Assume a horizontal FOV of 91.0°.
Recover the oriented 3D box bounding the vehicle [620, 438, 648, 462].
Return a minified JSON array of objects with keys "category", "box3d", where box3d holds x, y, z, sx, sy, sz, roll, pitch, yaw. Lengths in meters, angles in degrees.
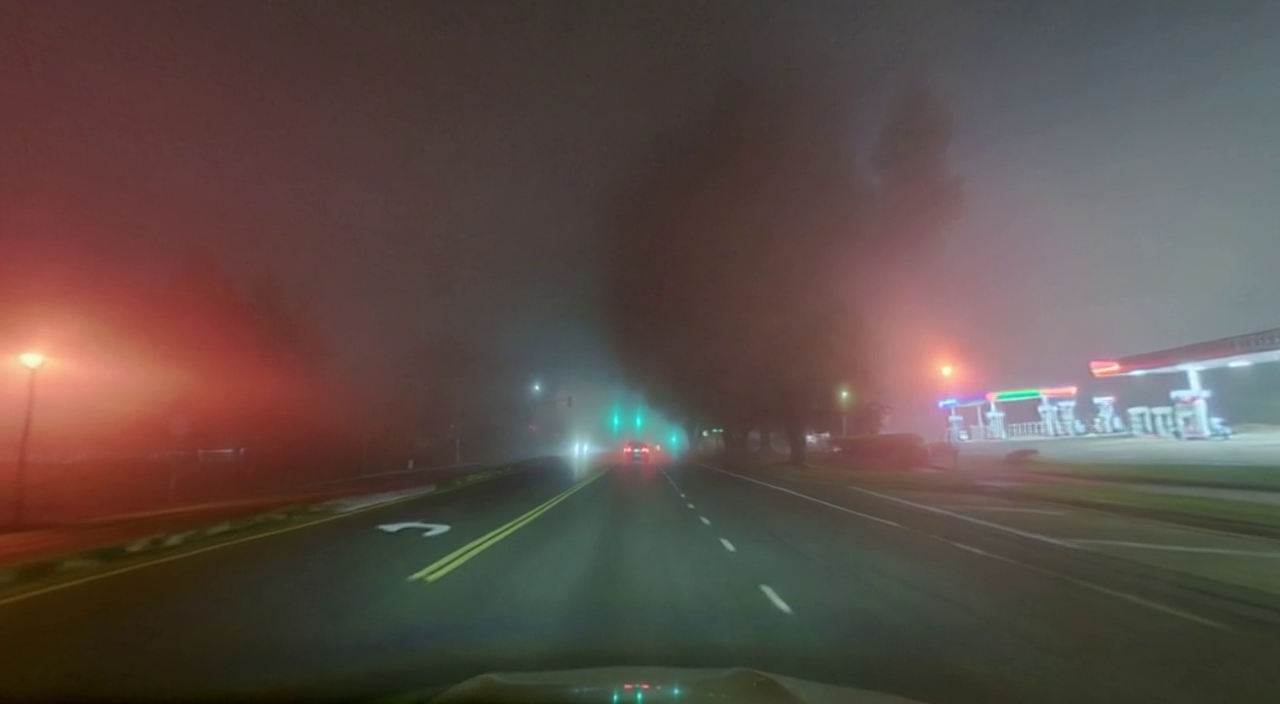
[{"category":"vehicle","box3d":[-0.480,7.719,49.531,2.146,1.742,4.095,0,-9,-1]}]
